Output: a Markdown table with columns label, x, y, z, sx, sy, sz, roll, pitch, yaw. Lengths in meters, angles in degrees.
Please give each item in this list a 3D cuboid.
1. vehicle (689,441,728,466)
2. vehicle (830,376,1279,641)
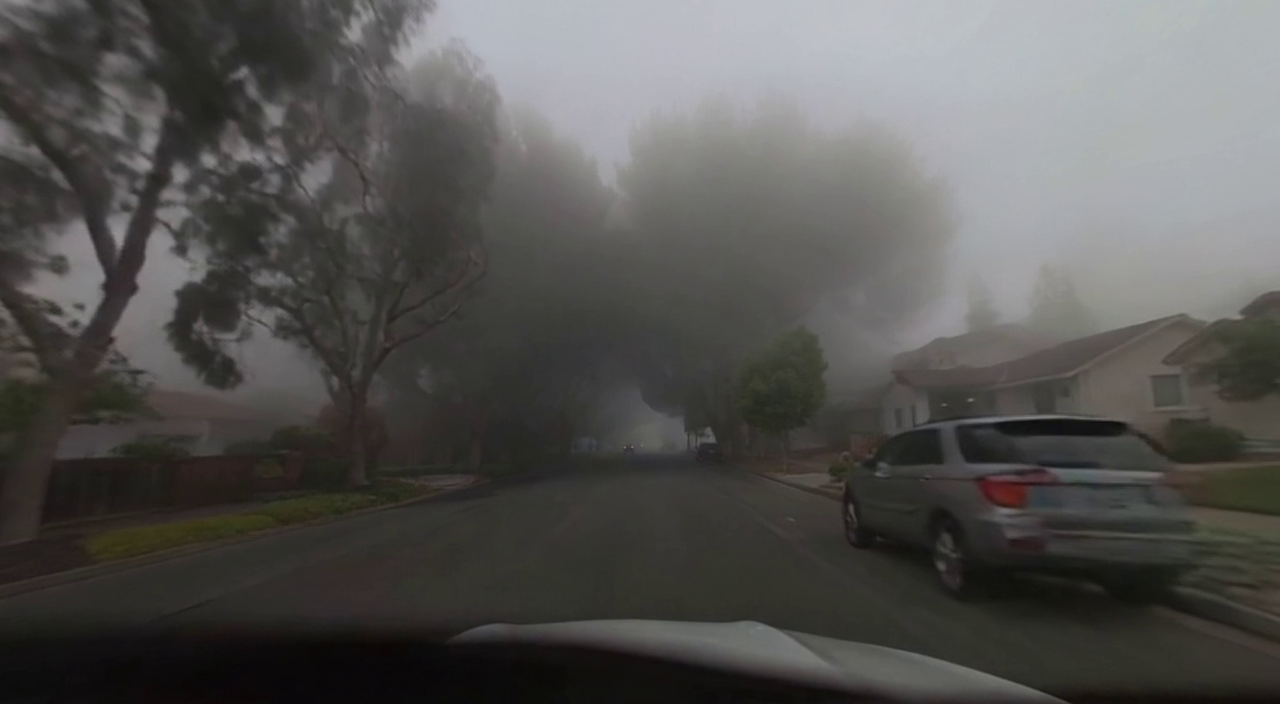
| label | x | y | z | sx | sy | sz | roll | pitch | yaw |
| --- | --- | --- | --- | --- | --- | --- | --- | --- | --- |
| vehicle | 4.413 | 6.577 | 41.137 | 2.013 | 1.473 | 4.329 | 0 | -8 | 0 |
| vehicle | 3.653 | 1.354 | 6.445 | 2.055 | 1.738 | 4.448 | 0 | -8 | 1 |
